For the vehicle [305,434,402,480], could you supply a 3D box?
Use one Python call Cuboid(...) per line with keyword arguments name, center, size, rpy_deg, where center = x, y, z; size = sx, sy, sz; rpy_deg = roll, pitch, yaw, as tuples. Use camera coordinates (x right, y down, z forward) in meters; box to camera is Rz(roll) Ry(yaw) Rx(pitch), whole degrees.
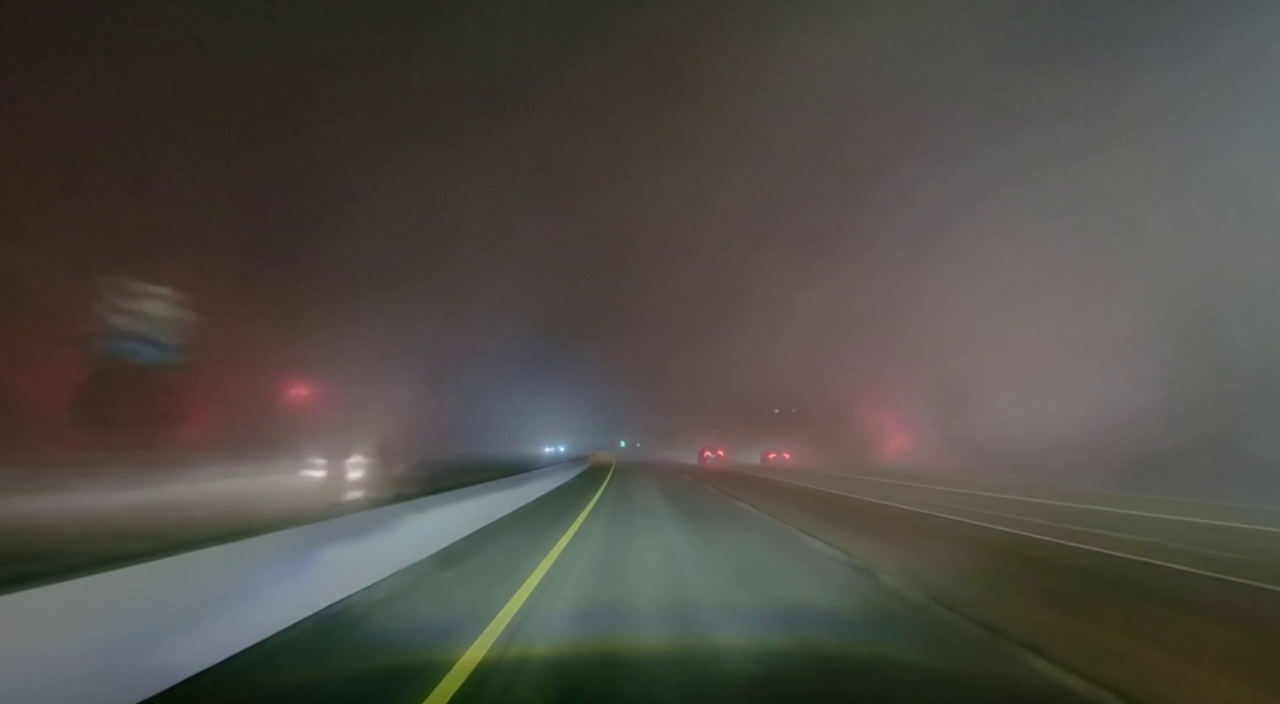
Cuboid(name="vehicle", center=(-12.073, 4.442, 26.779), size=(2.106, 1.766, 4.400), rpy_deg=(0, -9, -1))
